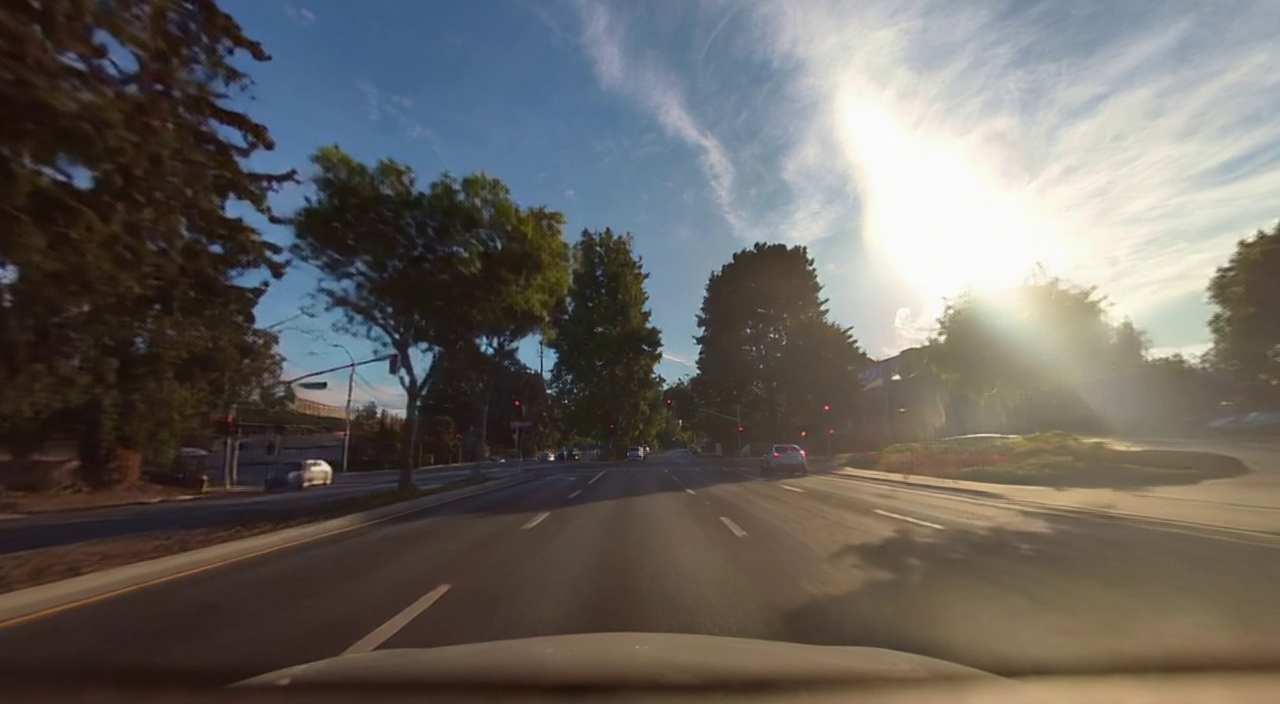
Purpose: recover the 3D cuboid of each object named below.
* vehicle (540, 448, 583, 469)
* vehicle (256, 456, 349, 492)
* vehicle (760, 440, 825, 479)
[{"bbox_3d":[-5.894,7.892,46.981,2.065,1.477,4.519,3,-9,-22],"label":"vehicle"},{"bbox_3d":[-17.186,6.178,32.408,1.895,1.644,4.160,-2,-9,11],"label":"vehicle"},{"bbox_3d":[7.208,5.134,30.387,2.011,1.710,4.357,0,-9,0],"label":"vehicle"}]
